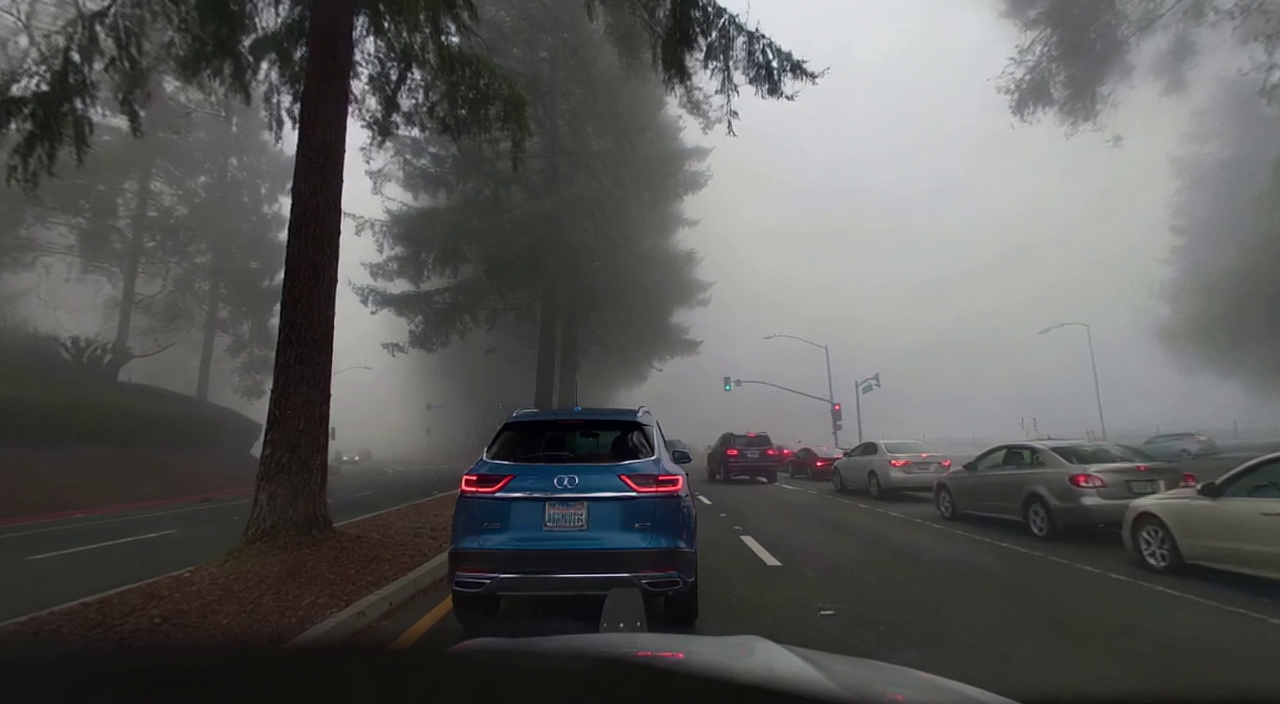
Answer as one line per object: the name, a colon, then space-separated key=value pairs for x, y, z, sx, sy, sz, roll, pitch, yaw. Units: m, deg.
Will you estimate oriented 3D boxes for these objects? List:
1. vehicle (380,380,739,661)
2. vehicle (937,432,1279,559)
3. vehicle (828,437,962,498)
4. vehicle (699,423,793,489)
vehicle: x=-0.440 y=1.346 z=6.089 sx=2.201 sy=1.709 sz=4.271 roll=0 pitch=-9 yaw=2
vehicle: x=6.583 y=2.010 z=9.657 sx=1.894 sy=1.445 sz=4.565 roll=0 pitch=-9 yaw=0
vehicle: x=6.951 y=3.188 z=17.826 sx=1.890 sy=1.489 sz=4.415 roll=0 pitch=-9 yaw=-1
vehicle: x=3.353 y=3.431 z=21.056 sx=2.200 sy=1.909 sz=4.853 roll=0 pitch=-9 yaw=-1
